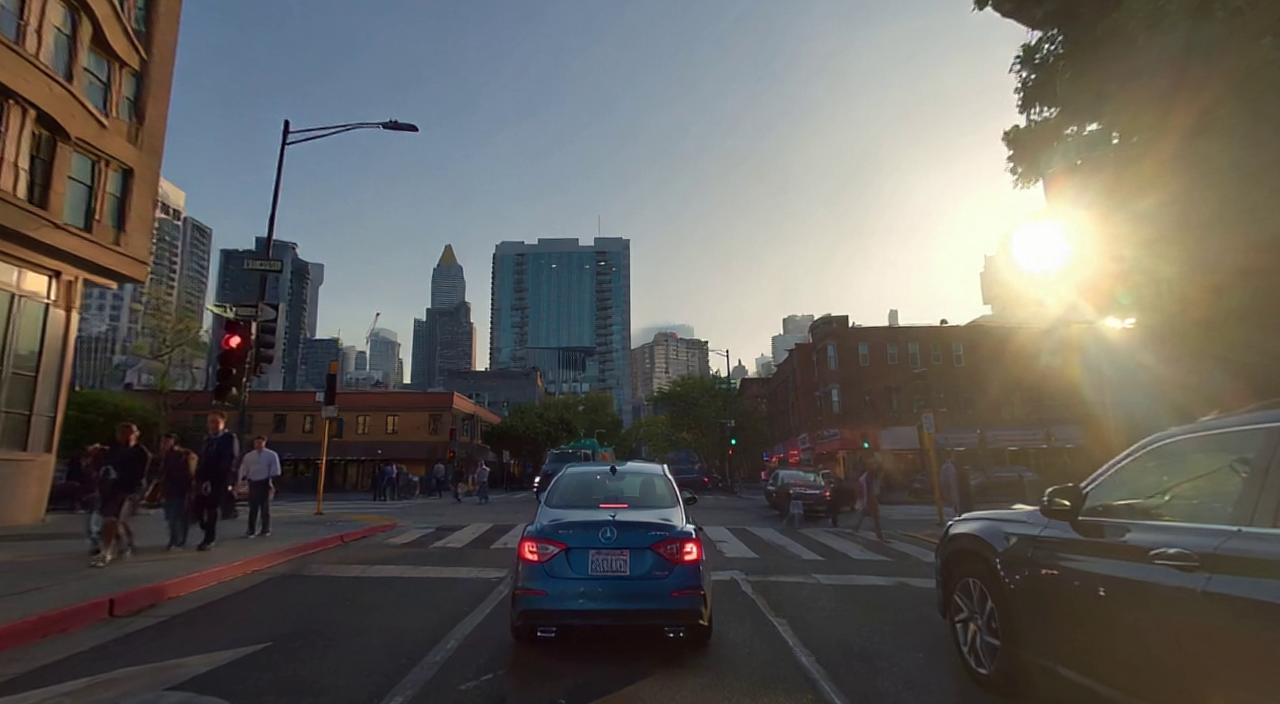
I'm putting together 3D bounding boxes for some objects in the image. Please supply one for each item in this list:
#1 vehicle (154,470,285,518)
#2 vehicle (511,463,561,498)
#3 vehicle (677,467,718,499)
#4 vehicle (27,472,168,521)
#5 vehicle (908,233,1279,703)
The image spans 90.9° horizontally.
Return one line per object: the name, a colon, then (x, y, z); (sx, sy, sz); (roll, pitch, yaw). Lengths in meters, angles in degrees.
vehicle: (-19.766, 6.667, 29.768); (4.750, 2.083, 2.002); (-1, -9, 3)
vehicle: (-6.352, 7.878, 39.010); (2.226, 1.896, 4.438); (-1, -9, 1)
vehicle: (3.470, 8.018, 38.859); (1.908, 1.741, 4.066); (0, -9, -3)
vehicle: (-25.476, 6.773, 29.740); (4.588, 2.048, 2.110); (0, -9, 1)
vehicle: (3.220, 0.553, 1.297); (2.632, 1.979, 6.096); (0, -9, 0)
